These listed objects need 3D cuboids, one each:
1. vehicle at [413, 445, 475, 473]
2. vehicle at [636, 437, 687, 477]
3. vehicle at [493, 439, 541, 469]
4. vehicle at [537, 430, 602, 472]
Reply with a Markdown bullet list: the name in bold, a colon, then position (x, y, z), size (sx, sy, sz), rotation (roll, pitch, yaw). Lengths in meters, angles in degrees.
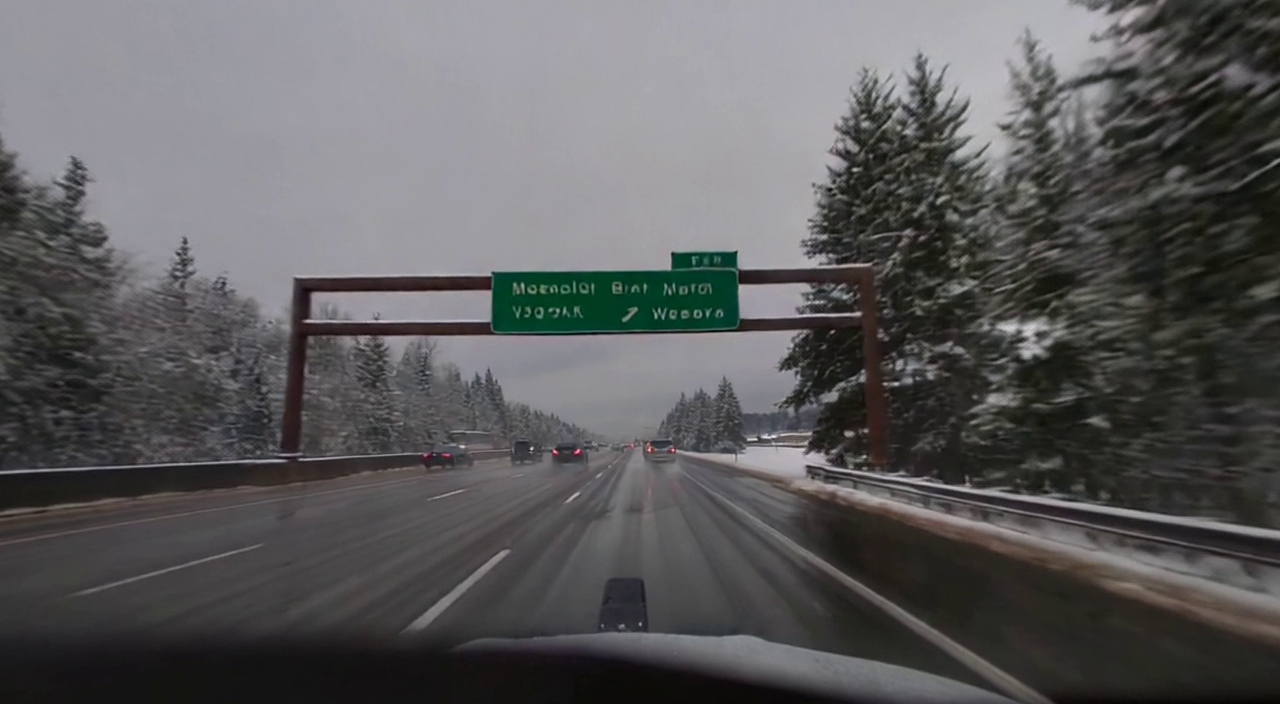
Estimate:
- **vehicle**: position (-11.089, 6.054, 36.072), size (1.951, 1.491, 4.697), rotation (0, -8, 1)
- **vehicle**: position (0.873, 4.768, 28.933), size (2.135, 1.697, 4.757), rotation (0, -8, 0)
- **vehicle**: position (-7.803, 6.513, 40.539), size (2.078, 1.779, 4.610), rotation (0, -8, 1)
- **vehicle**: position (-3.672, 5.340, 34.262), size (2.751, 2.050, 5.761), rotation (0, -8, 1)
